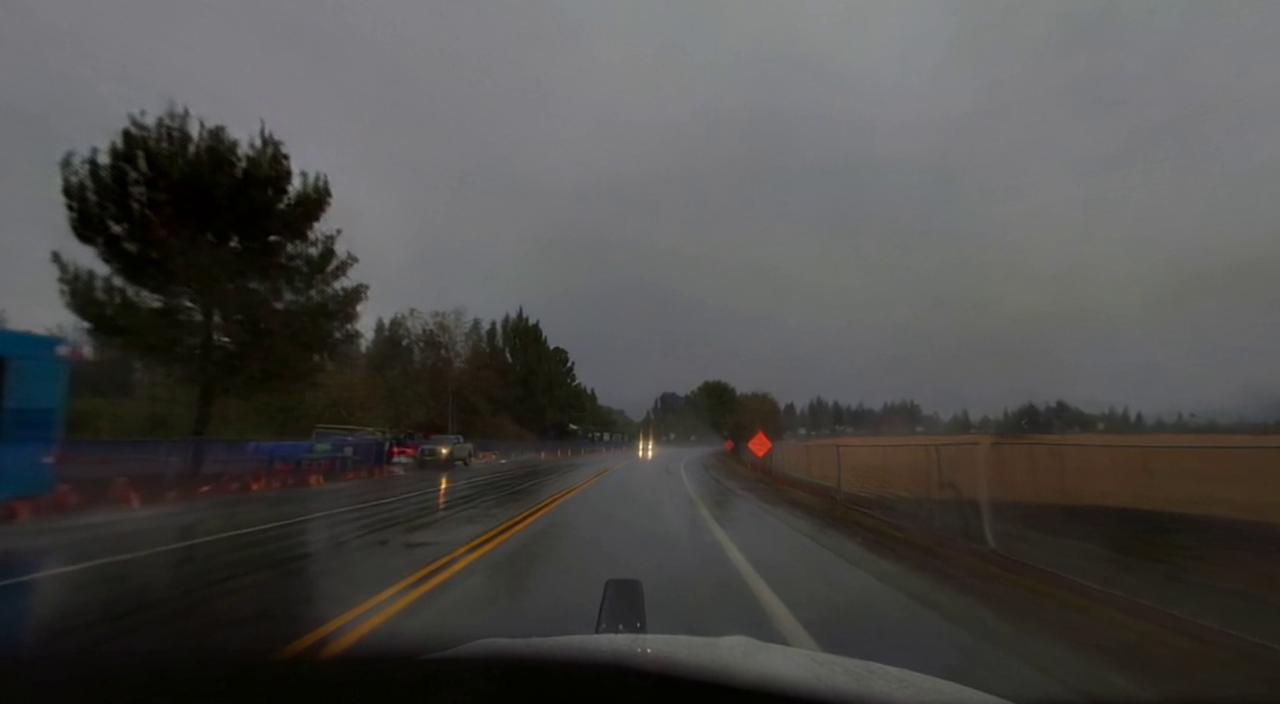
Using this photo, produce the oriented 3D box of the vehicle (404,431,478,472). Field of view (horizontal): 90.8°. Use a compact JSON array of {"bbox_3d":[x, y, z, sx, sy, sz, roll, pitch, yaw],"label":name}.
[{"bbox_3d":[-11.184,5.625,36.065,2.244,2.022,6.102,-2,-8,0],"label":"vehicle"}]
